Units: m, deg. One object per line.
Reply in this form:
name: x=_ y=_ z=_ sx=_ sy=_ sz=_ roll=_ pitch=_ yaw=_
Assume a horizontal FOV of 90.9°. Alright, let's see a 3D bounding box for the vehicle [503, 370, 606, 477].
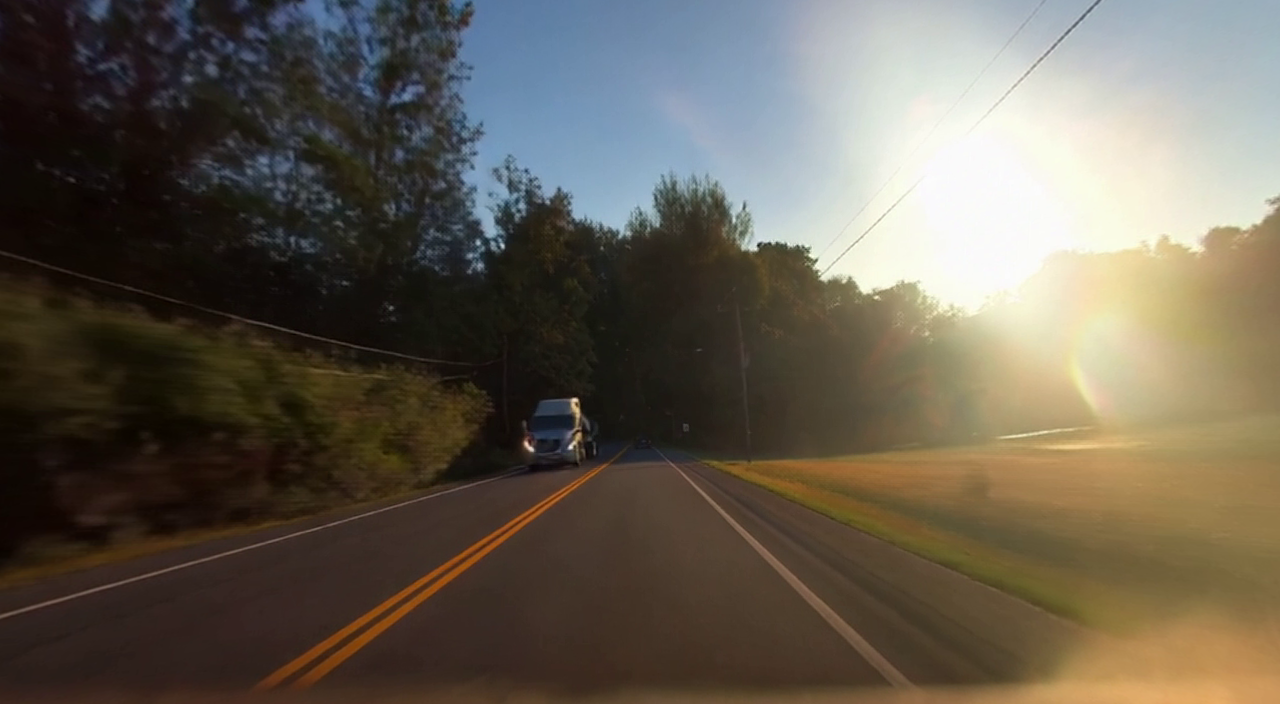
vehicle: x=-3.517 y=3.461 z=29.371 sx=3.048 sy=4.005 sz=11.290 roll=0 pitch=-8 yaw=1
